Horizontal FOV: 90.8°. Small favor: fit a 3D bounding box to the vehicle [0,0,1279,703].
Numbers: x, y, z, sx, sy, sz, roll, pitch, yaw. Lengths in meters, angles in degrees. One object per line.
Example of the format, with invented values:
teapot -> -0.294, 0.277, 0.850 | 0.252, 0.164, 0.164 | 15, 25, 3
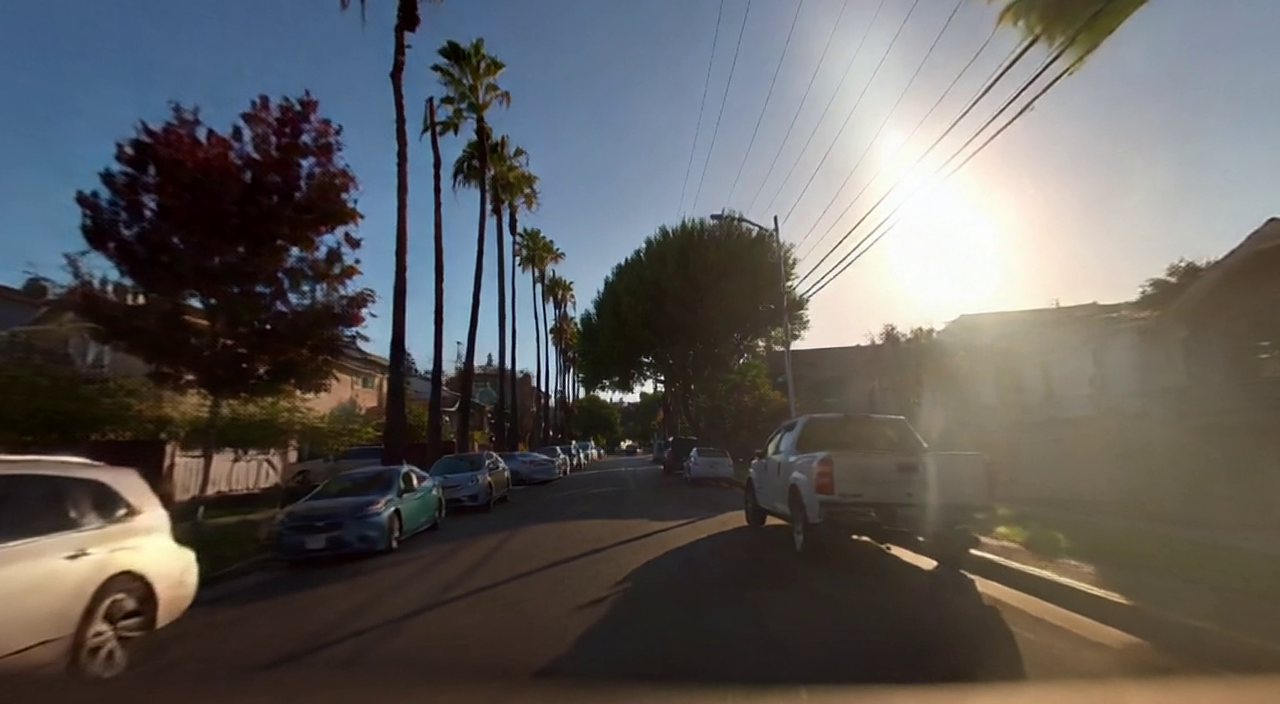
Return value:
vehicle -> -0.162, 0.529, 0.295 | 2.966, 2.216, 4.279 | 0, -8, -1
